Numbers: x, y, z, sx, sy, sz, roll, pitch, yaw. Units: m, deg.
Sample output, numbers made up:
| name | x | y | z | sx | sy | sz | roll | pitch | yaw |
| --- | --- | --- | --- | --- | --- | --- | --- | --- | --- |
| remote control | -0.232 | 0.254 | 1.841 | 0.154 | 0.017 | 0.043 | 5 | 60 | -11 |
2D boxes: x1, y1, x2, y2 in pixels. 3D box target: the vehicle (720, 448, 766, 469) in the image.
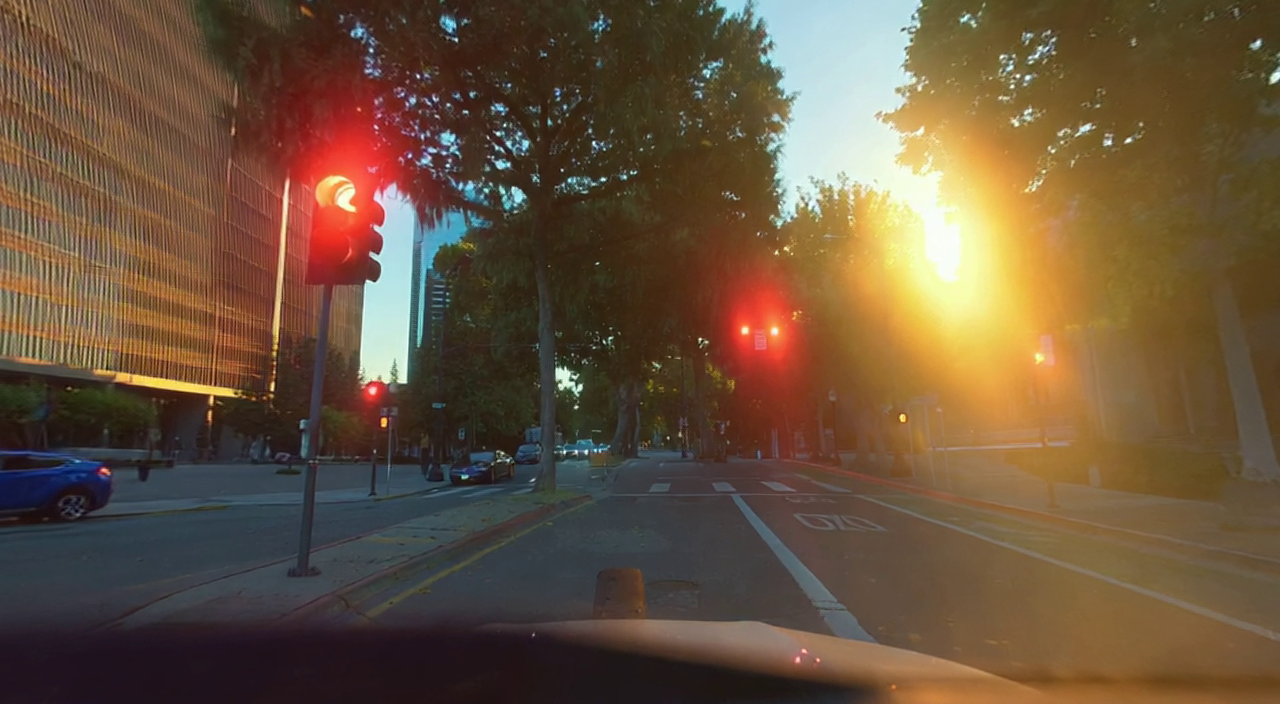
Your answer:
| name | x | y | z | sx | sy | sz | roll | pitch | yaw |
| --- | --- | --- | --- | --- | --- | --- | --- | --- | --- |
| vehicle | 7.847 | 8.118 | 48.417 | 1.829 | 1.440 | 4.384 | 2 | -9 | -14 |

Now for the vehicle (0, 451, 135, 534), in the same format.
| name | x | y | z | sx | sy | sz | roll | pitch | yaw |
| --- | --- | --- | --- | --- | --- | --- | --- | --- | --- |
| vehicle | -12.863 | 2.712 | 12.269 | 4.598 | 1.490 | 1.816 | 7 | -11 | -40 |
